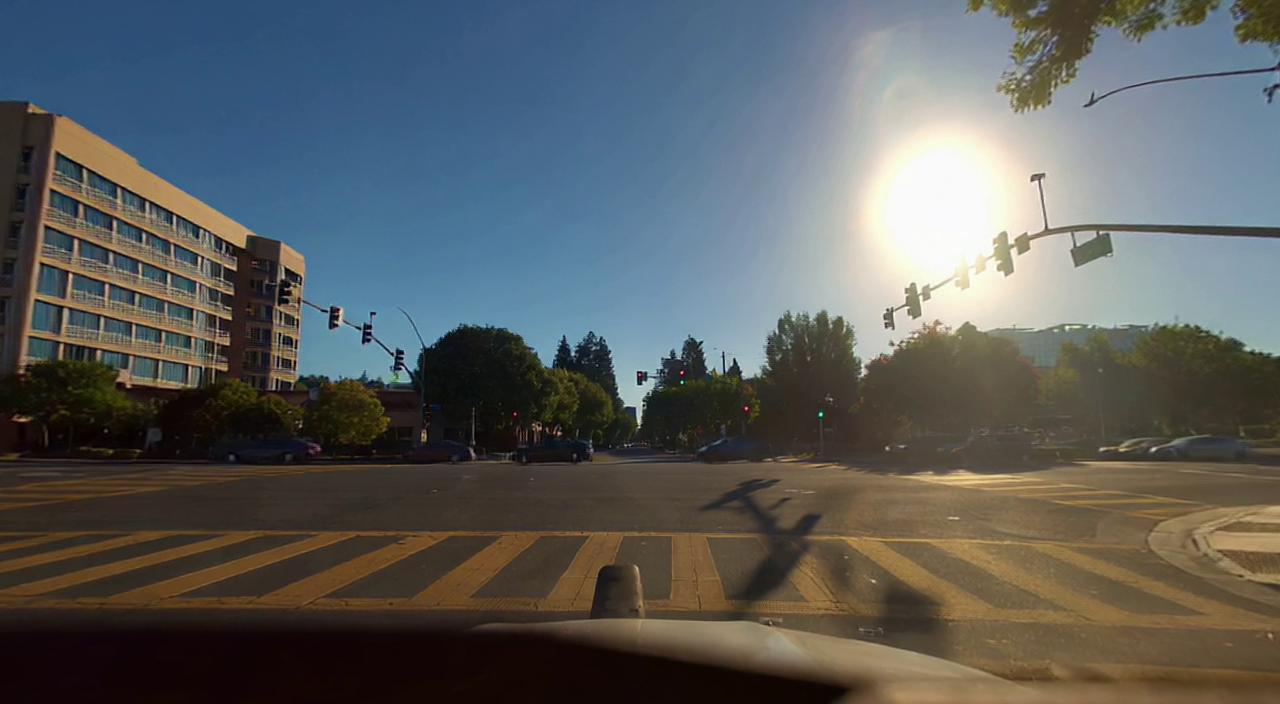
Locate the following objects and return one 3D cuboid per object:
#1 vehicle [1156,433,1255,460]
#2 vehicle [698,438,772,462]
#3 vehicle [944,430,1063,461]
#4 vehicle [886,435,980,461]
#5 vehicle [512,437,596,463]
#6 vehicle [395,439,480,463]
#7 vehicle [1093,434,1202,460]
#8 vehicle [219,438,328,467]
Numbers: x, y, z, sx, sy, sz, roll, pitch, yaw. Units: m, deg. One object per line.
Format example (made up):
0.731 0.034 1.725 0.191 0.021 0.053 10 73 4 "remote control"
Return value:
36.134 6.056 40.442 4.488 1.667 1.869 0 -9 0 "vehicle"
5.980 6.219 40.244 4.443 1.472 1.794 0 -9 0 "vehicle"
22.861 5.906 39.868 6.133 1.833 2.155 0 -9 -1 "vehicle"
16.966 5.579 36.742 4.519 1.476 1.767 0 -9 0 "vehicle"
-4.914 5.692 36.735 4.631 1.435 1.715 0 -9 0 "vehicle"
-12.851 6.321 40.230 4.759 1.445 1.865 0 -9 0 "vehicle"
29.514 5.550 36.842 4.724 1.452 1.870 0 -9 1 "vehicle"
-19.417 5.347 33.597 4.629 1.423 1.833 -1 -9 2 "vehicle"
